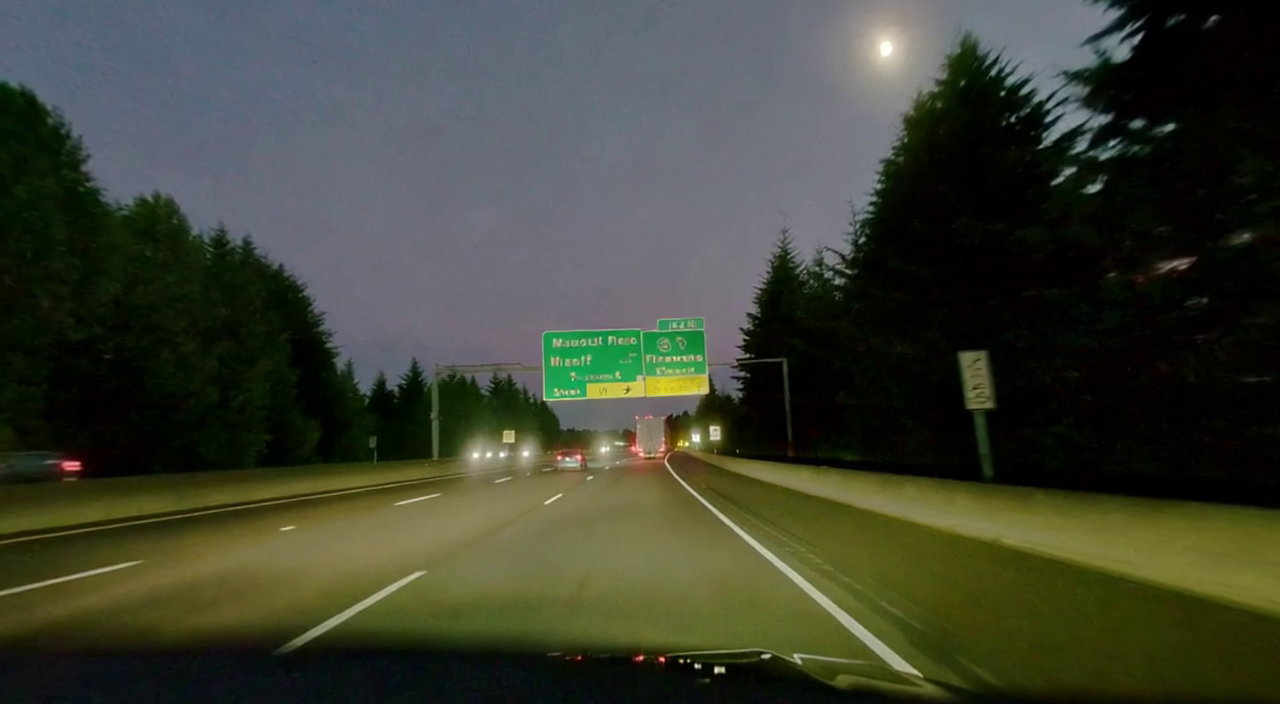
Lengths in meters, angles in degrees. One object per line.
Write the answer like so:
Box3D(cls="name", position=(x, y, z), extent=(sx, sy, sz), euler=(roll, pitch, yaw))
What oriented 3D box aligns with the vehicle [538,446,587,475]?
Box3D(cls="vehicle", position=(-4.072, 5.778, 33.695), extent=(2.045, 1.430, 3.951), euler=(0, -9, 1))
